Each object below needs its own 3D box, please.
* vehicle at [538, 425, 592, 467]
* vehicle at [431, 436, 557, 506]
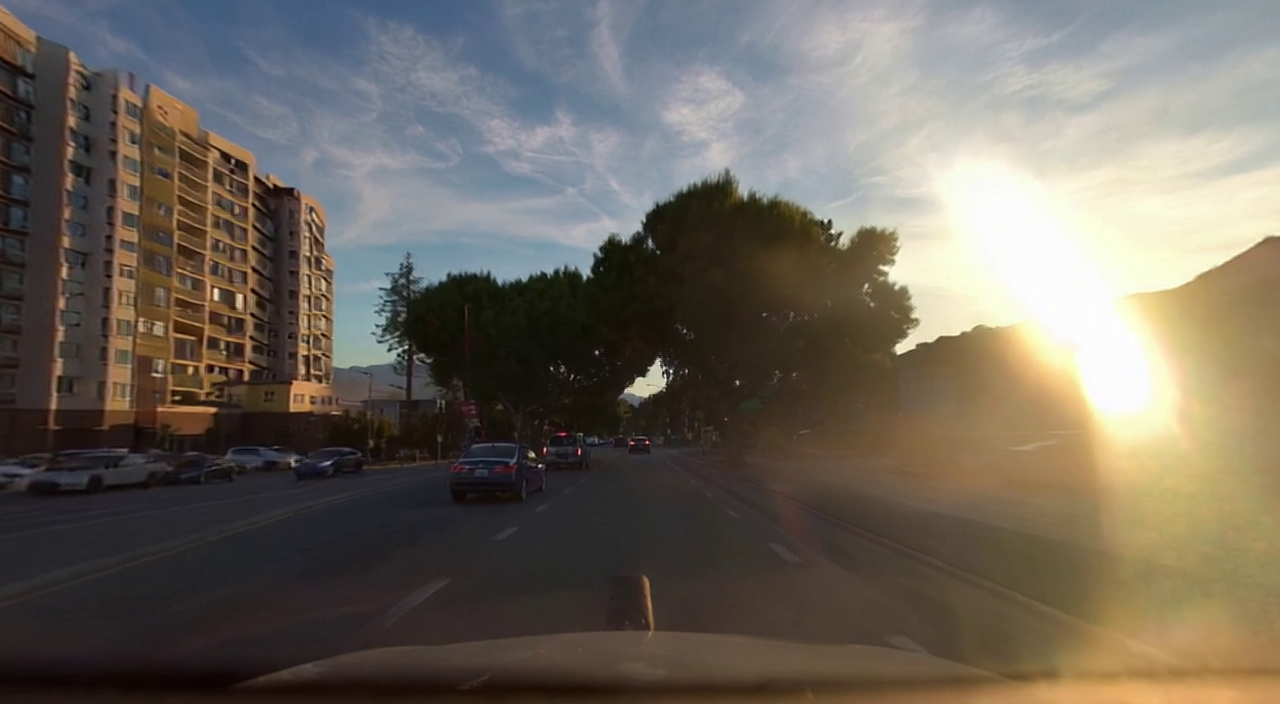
[{"bbox_3d":[-3.764,4.838,32.341,2.152,1.987,4.527,0,-8,1],"label":"vehicle"},{"bbox_3d":[-3.286,2.760,15.105,1.959,1.406,4.272,0,-8,1],"label":"vehicle"}]
